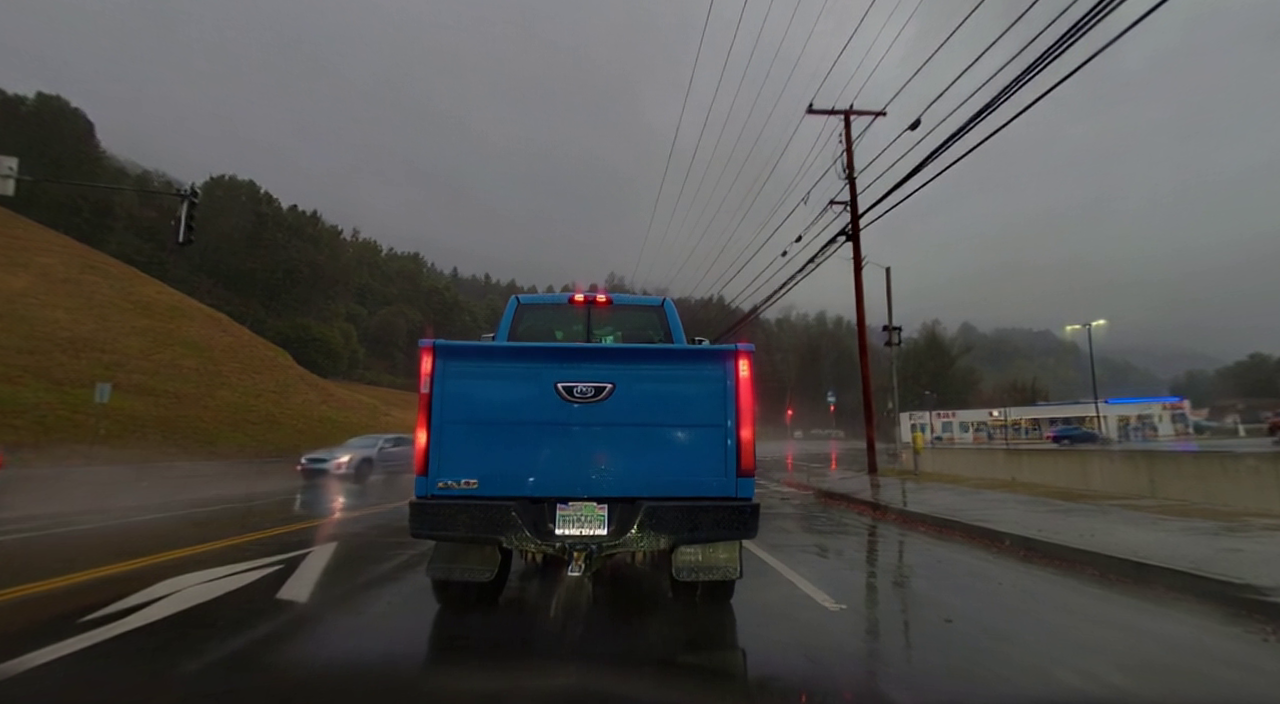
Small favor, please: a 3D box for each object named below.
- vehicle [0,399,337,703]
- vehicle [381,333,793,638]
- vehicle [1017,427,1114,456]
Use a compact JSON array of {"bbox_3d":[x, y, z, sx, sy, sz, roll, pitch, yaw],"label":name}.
[{"bbox_3d":[-3.960,1.188,3.982,2.017,1.555,4.150,-1,-9,0],"label":"vehicle"},{"bbox_3d":[-0.422,1.323,7.209,2.859,2.144,5.406,0,-9,-1],"label":"vehicle"},{"bbox_3d":[25.569,5.395,37.926,4.419,1.496,1.854,-2,-9,1],"label":"vehicle"}]
